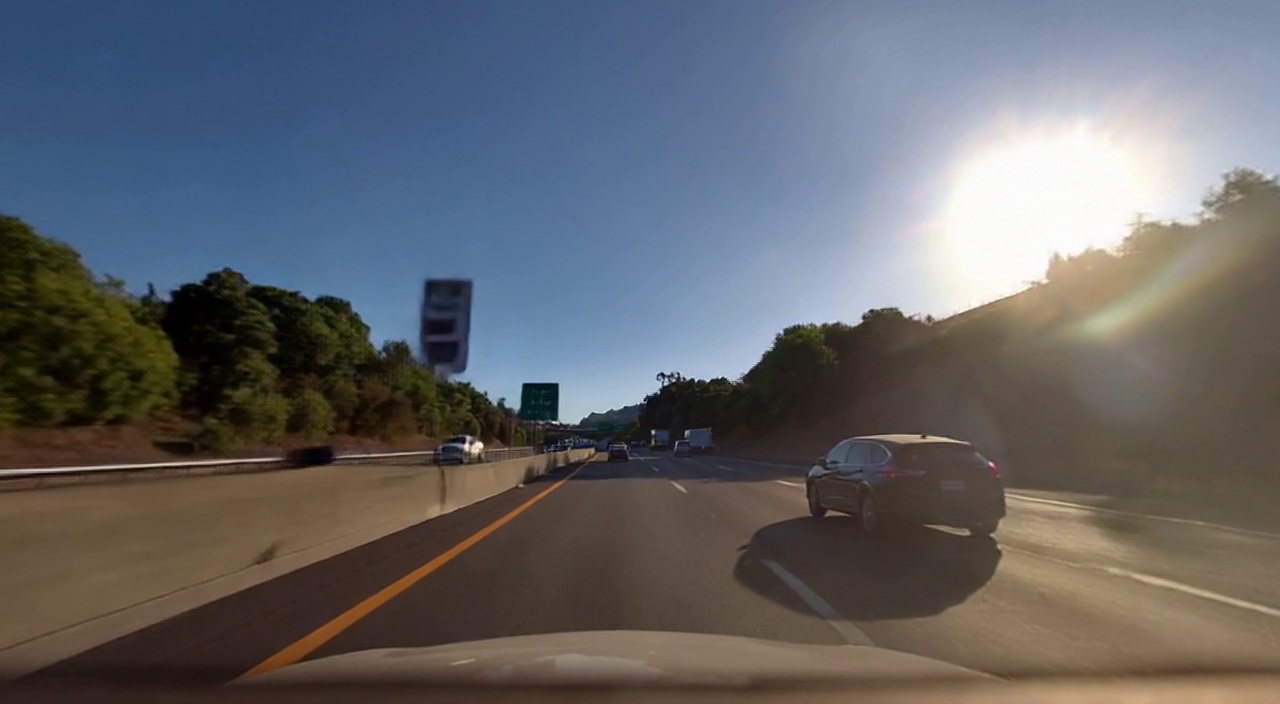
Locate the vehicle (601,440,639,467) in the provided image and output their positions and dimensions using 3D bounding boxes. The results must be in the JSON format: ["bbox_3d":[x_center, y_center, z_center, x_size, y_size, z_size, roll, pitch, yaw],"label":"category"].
[{"bbox_3d":[-1.139,5.813,36.435,2.055,1.466,4.317,0,-8,-2],"label":"vehicle"}]

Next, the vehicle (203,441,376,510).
[{"bbox_3d":[-8.869,3.107,16.525,2.017,1.504,4.505,0,-8,-1],"label":"vehicle"}]

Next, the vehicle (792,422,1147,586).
[{"bbox_3d":[3.641,1.729,8.260,1.961,1.495,4.743,0,-8,-2],"label":"vehicle"}]

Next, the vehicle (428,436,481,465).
[{"bbox_3d":[-12.854,6.800,43.945,2.210,1.908,5.012,0,-8,-1],"label":"vehicle"}]

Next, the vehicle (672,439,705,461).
[{"bbox_3d":[3.525,7.186,46.411,1.995,1.556,3.893,0,-8,-2],"label":"vehicle"}]
